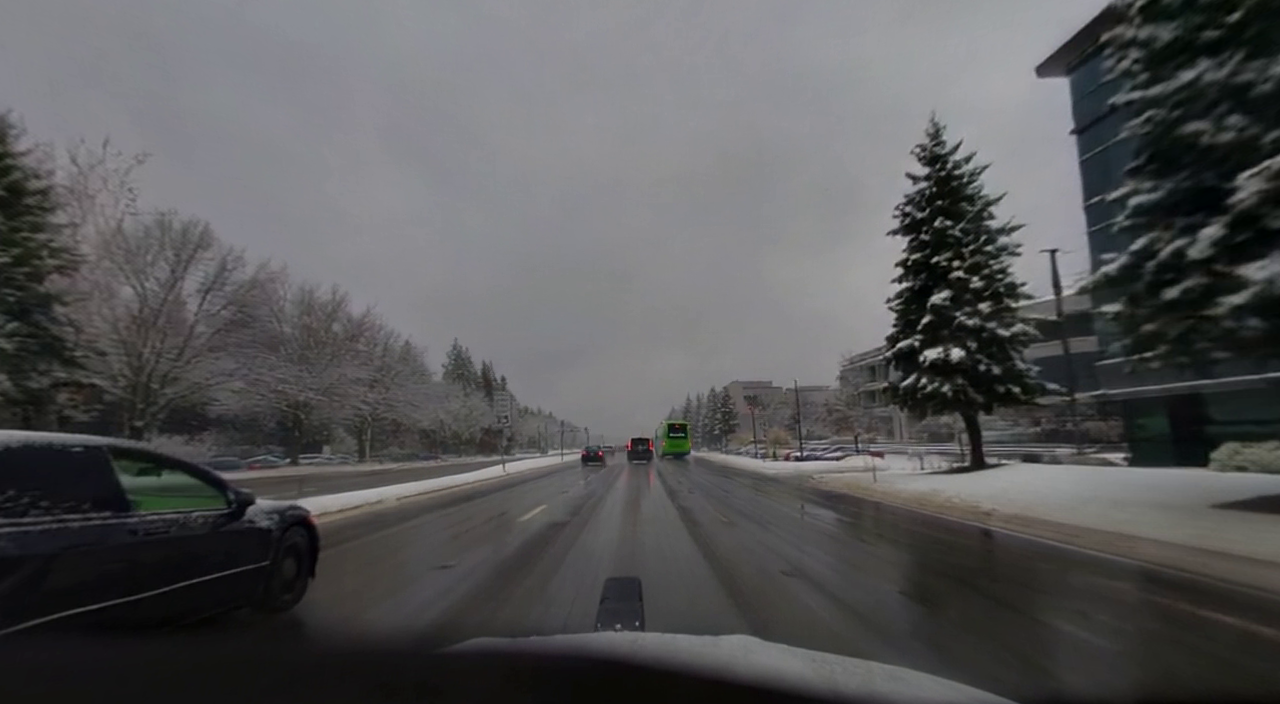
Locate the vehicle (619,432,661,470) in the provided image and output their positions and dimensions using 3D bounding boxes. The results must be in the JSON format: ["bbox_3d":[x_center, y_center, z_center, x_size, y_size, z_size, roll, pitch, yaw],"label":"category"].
[{"bbox_3d":[0.032,5.957,38.093,2.336,2.122,5.207,0,-9,1],"label":"vehicle"}]

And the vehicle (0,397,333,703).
[{"bbox_3d":[-3.693,0.995,3.024,2.120,1.481,4.535,0,-9,1],"label":"vehicle"}]

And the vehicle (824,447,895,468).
[{"bbox_3d":[16.674,8.028,48.097,4.682,1.507,1.878,0,-9,0],"label":"vehicle"}]
